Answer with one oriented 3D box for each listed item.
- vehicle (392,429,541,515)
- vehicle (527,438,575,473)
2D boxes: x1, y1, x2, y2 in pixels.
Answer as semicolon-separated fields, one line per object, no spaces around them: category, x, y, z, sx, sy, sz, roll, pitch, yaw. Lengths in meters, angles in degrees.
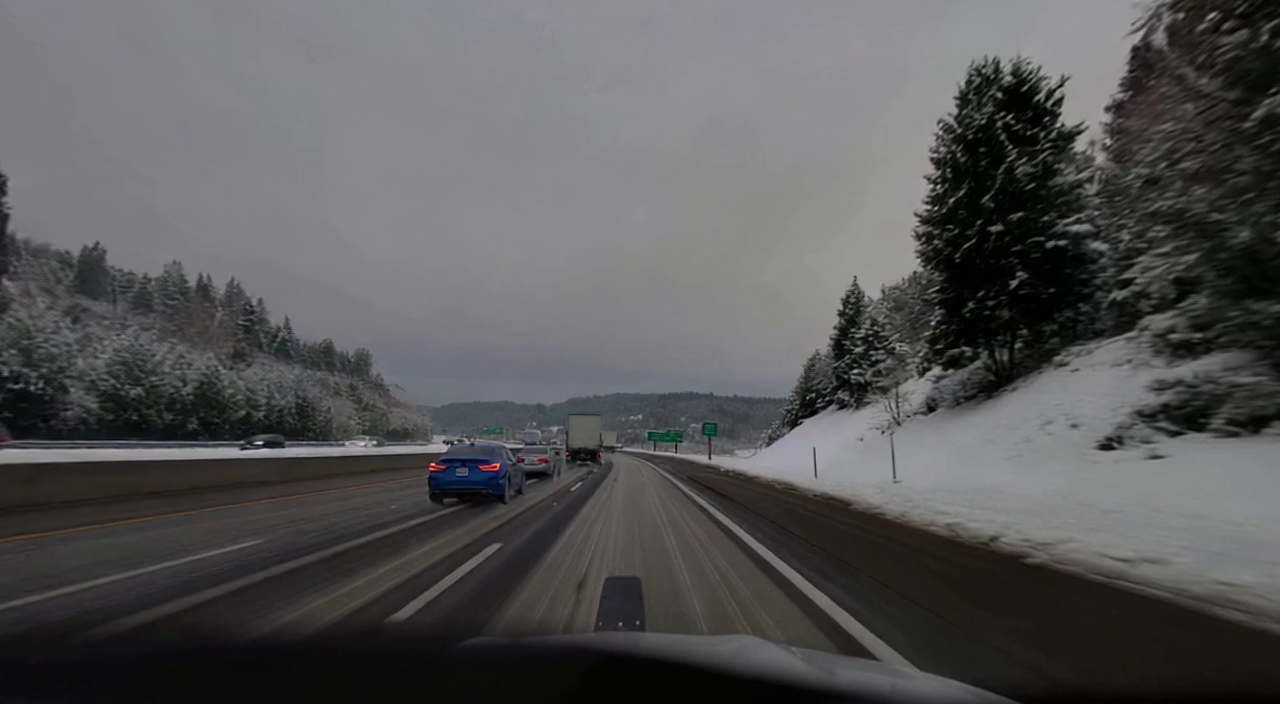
vehicle;-3.839;2.752;14.977;2.180;1.685;4.668;0;-9;0
vehicle;-4.764;5.585;34.243;2.081;1.740;4.268;1;-9;-2
